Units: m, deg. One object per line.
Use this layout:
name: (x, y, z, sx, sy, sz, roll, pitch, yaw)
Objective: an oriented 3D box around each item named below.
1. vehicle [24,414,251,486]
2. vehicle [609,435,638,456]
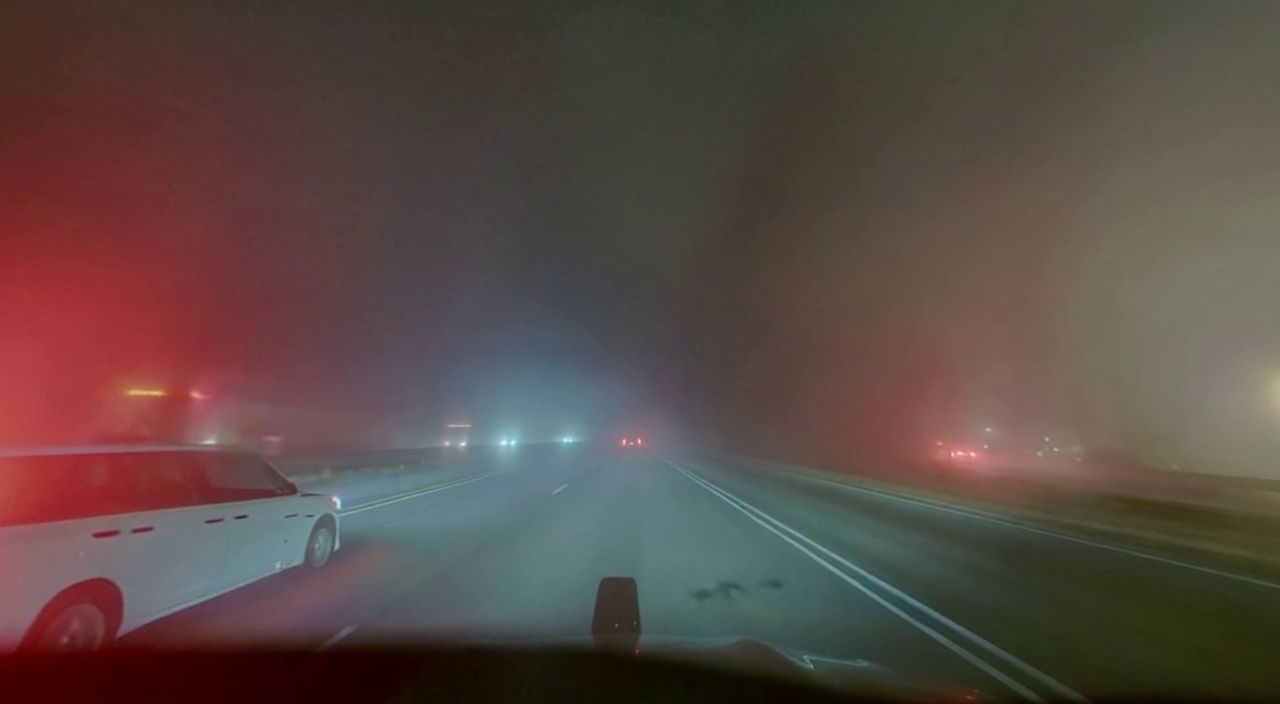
vehicle: (-12.502, 2.478, 16.186, 1.927, 1.559, 4.766, 0, -8, -1)
vehicle: (-1.242, 6.954, 46.976, 2.025, 1.519, 3.924, 0, -8, -2)
